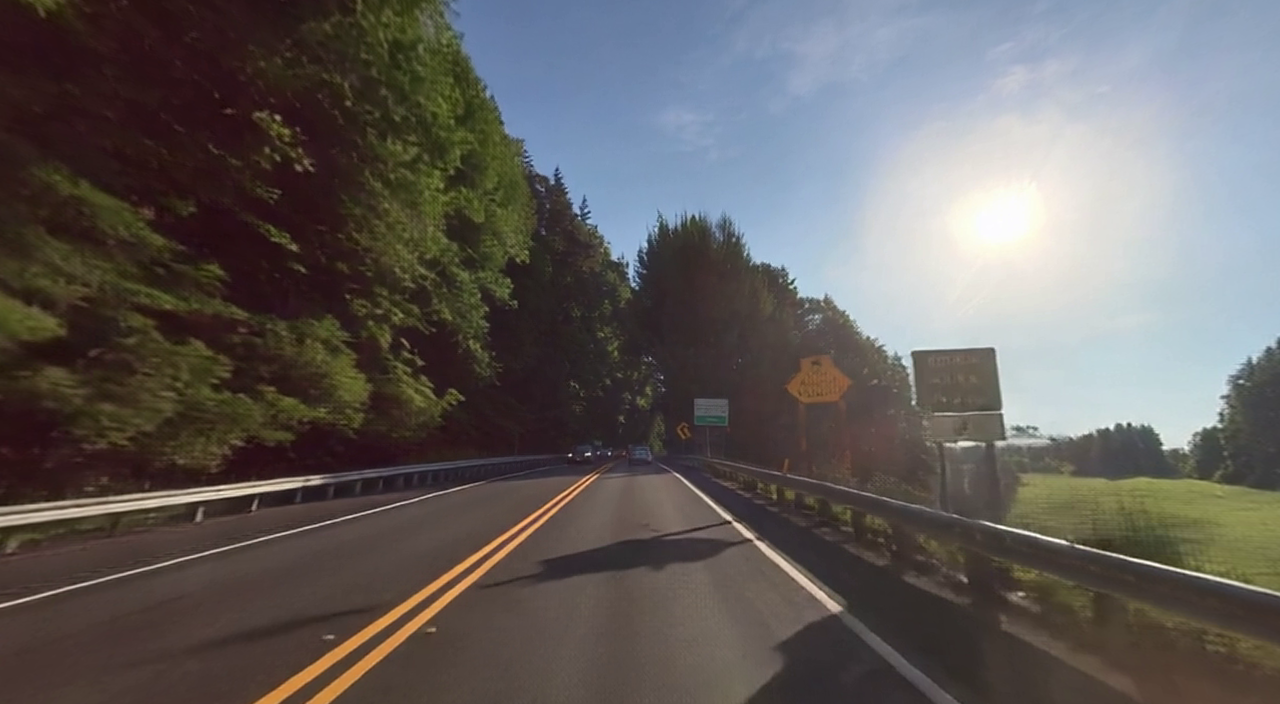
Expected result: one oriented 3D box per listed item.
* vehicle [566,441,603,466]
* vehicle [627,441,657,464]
[{"bbox_3d":[-3.668,6.814,42.557,1.987,1.526,4.205,0,-9,2],"label":"vehicle"},{"bbox_3d":[0.121,7.114,44.821,2.067,1.486,3.861,0,-9,0],"label":"vehicle"}]
